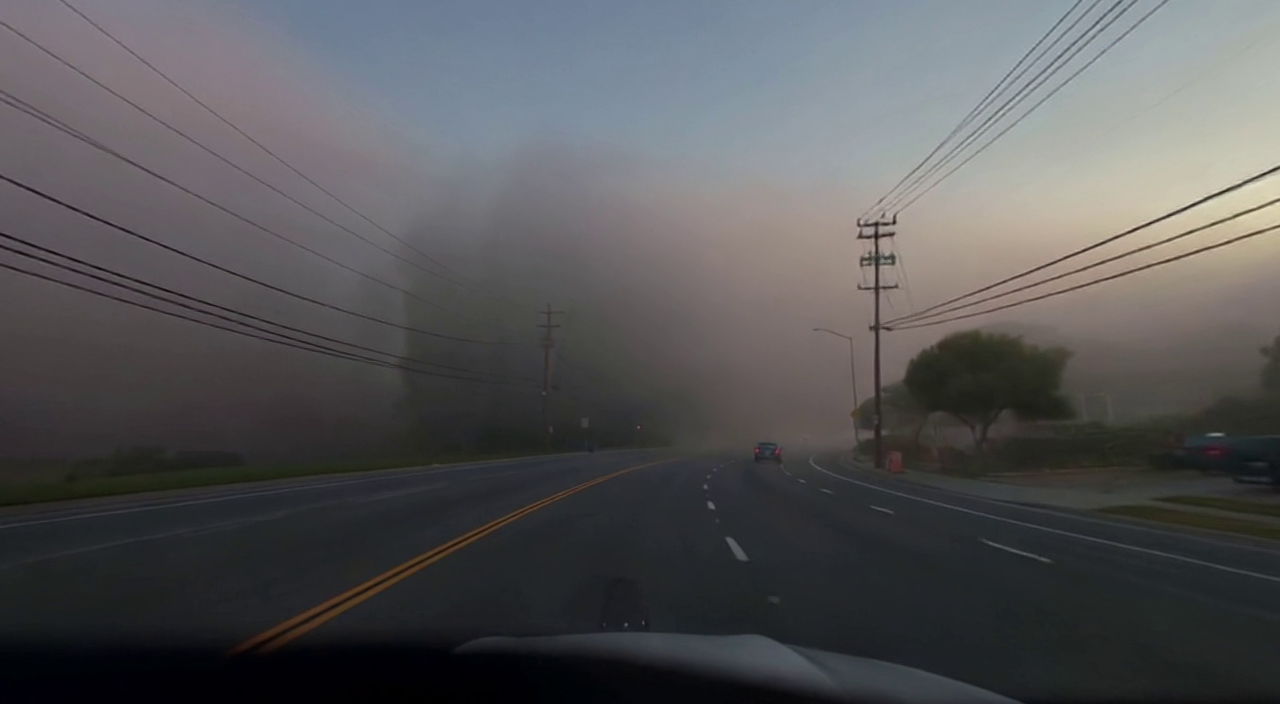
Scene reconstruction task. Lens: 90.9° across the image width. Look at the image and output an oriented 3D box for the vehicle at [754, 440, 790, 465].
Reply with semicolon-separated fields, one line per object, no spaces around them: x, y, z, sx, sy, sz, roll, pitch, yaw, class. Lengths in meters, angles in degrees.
8.007;6.051;38.019;1.982;1.451;4.152;-2;-9;12;vehicle
